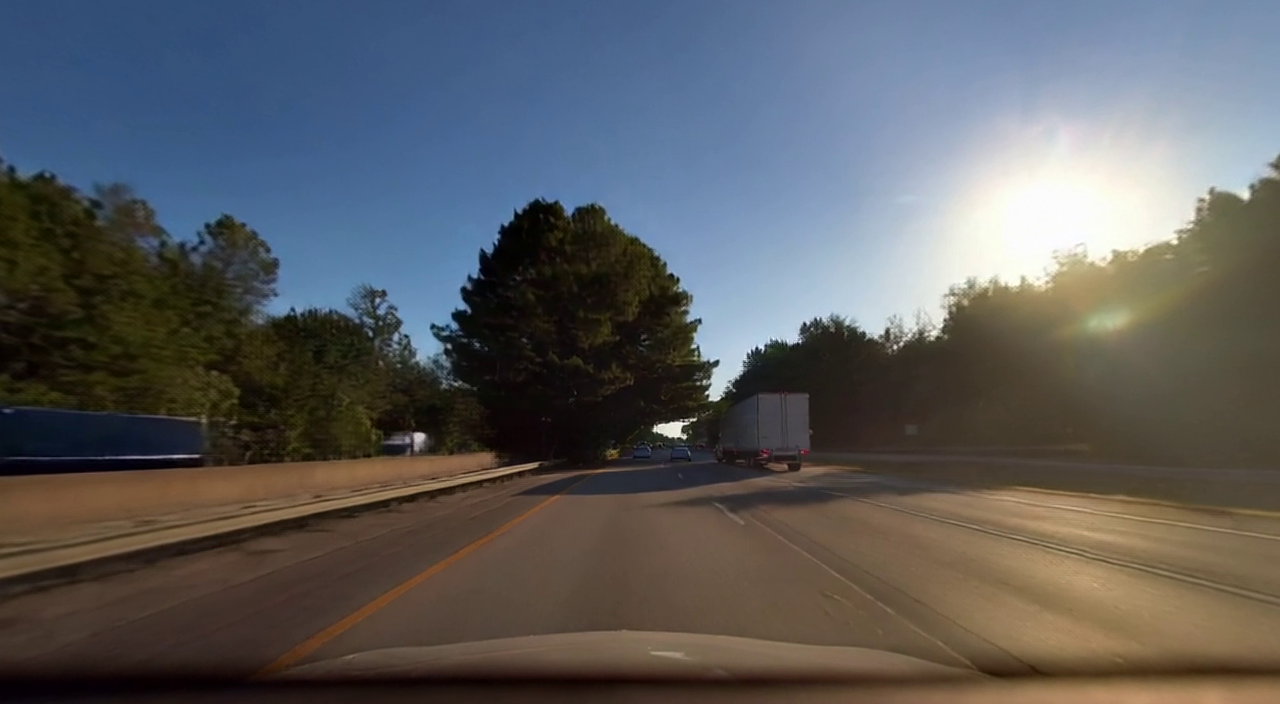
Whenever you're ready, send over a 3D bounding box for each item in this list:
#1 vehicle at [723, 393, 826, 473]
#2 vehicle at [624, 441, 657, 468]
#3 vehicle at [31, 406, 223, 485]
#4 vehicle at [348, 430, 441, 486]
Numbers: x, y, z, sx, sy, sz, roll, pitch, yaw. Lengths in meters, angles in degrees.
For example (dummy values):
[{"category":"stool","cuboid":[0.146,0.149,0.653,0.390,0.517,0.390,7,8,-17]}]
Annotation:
[{"category":"vehicle","cuboid":[7.746,5.161,38.912,3.044,4.073,14.016,0,-9,-1]},{"category":"vehicle","cuboid":[0.038,7.045,43.353,2.114,1.706,4.106,0,-9,0]},{"category":"vehicle","cuboid":[-27.774,5.205,34.896,3.003,3.784,8.945,0,-9,0]},{"category":"vehicle","cuboid":[-12.558,5.466,32.717,2.379,2.617,5.942,0,-9,0]}]
